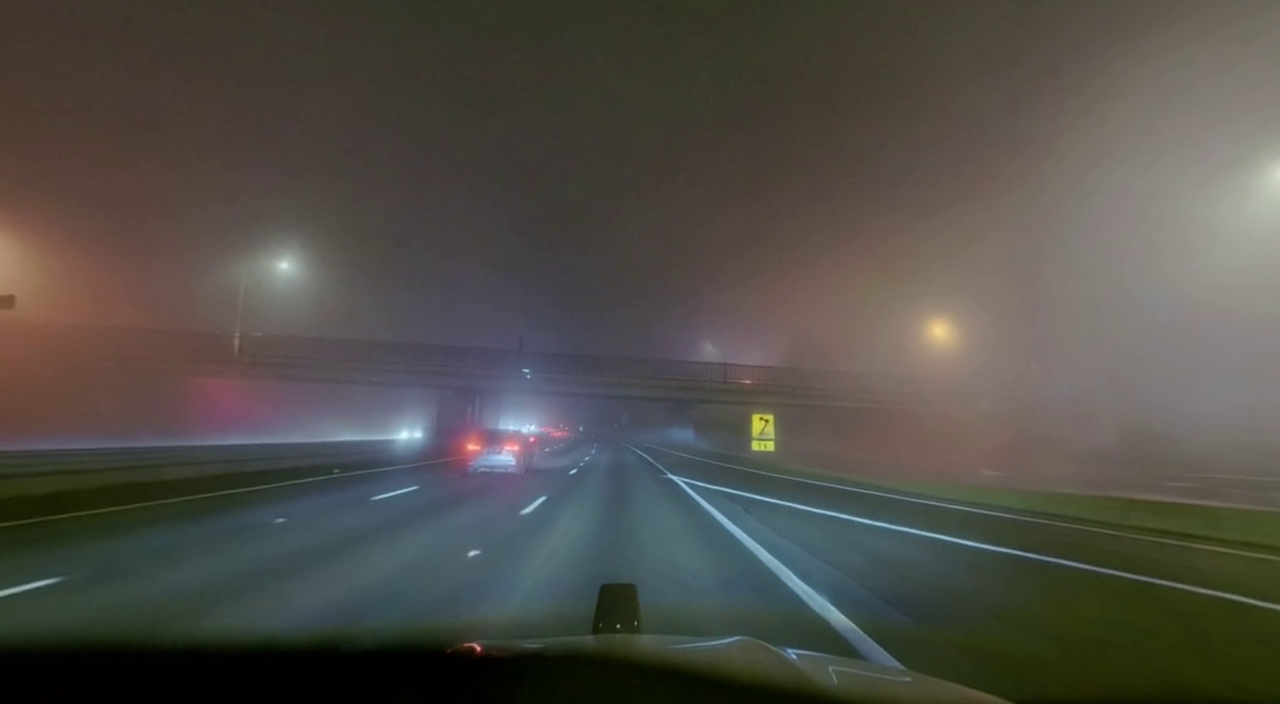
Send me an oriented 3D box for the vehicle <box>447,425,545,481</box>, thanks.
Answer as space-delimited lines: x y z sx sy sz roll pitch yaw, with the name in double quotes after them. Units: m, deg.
-4.538 3.271 20.665 2.123 1.601 4.887 0 -8 -1 "vehicle"
